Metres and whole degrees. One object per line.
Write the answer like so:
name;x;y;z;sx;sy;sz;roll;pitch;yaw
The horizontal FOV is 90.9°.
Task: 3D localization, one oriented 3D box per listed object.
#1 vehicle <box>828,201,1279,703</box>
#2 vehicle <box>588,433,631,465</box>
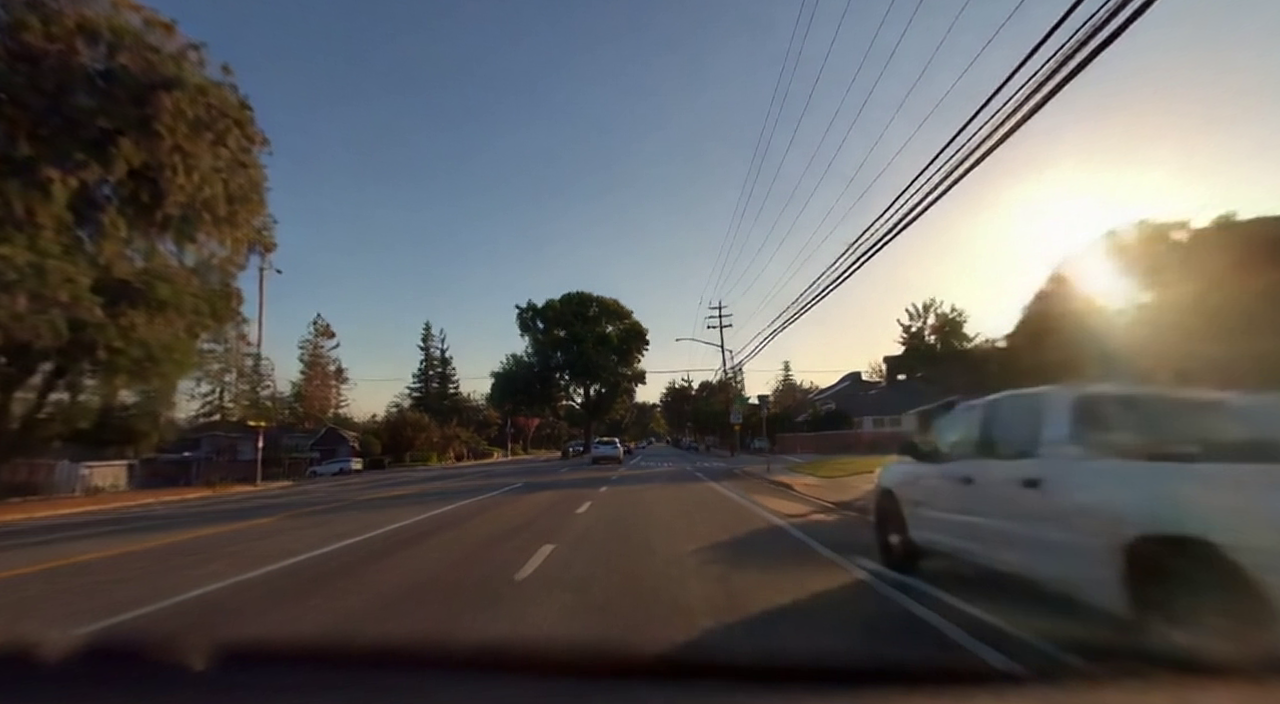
vehicle;3.596;0.911;4.517;2.622;2.137;6.267;2;-9;0
vehicle;-1.818;6.031;39.288;2.327;1.861;4.941;-1;-8;2
